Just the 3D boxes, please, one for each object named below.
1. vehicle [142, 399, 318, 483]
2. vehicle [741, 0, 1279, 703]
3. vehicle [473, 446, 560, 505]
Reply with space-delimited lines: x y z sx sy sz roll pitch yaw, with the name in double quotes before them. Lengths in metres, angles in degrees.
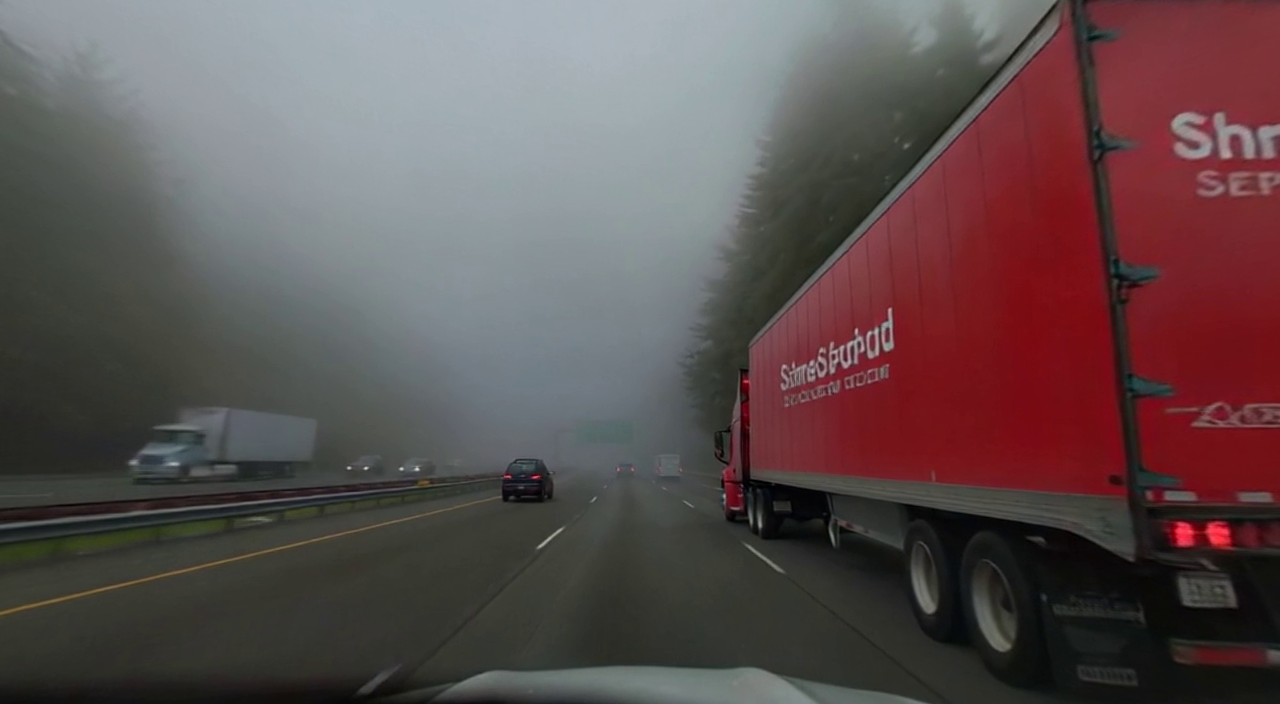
"vehicle" -21.131 4.918 33.525 2.966 3.783 9.511 1 -10 -1
"vehicle" 4.176 0.783 8.827 2.992 4.300 13.967 1 -10 -1
"vehicle" -4.104 4.249 21.846 2.070 1.775 4.646 1 -10 0
